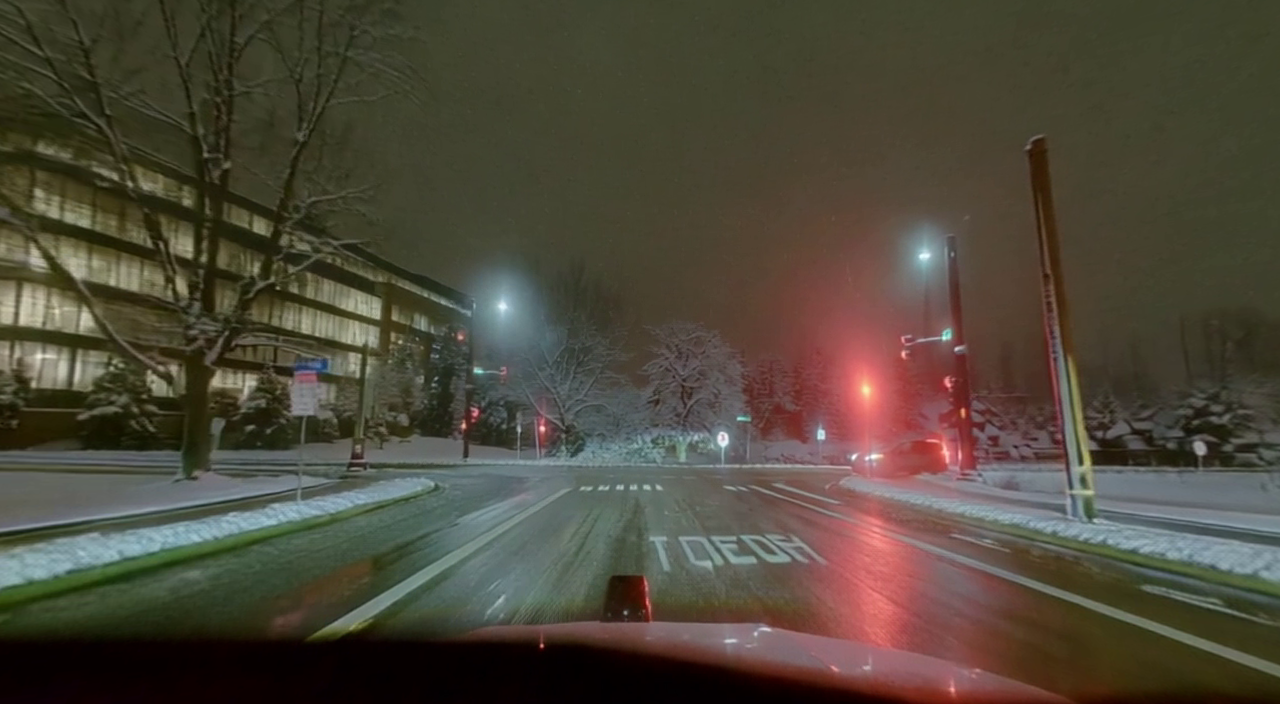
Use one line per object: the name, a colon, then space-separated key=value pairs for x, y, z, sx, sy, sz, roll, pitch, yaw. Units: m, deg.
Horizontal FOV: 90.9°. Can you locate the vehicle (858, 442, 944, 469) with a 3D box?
vehicle: x=17.141 y=6.794 z=41.502 sx=4.715 sy=1.671 sz=2.030 roll=0 pitch=-8 yaw=0
